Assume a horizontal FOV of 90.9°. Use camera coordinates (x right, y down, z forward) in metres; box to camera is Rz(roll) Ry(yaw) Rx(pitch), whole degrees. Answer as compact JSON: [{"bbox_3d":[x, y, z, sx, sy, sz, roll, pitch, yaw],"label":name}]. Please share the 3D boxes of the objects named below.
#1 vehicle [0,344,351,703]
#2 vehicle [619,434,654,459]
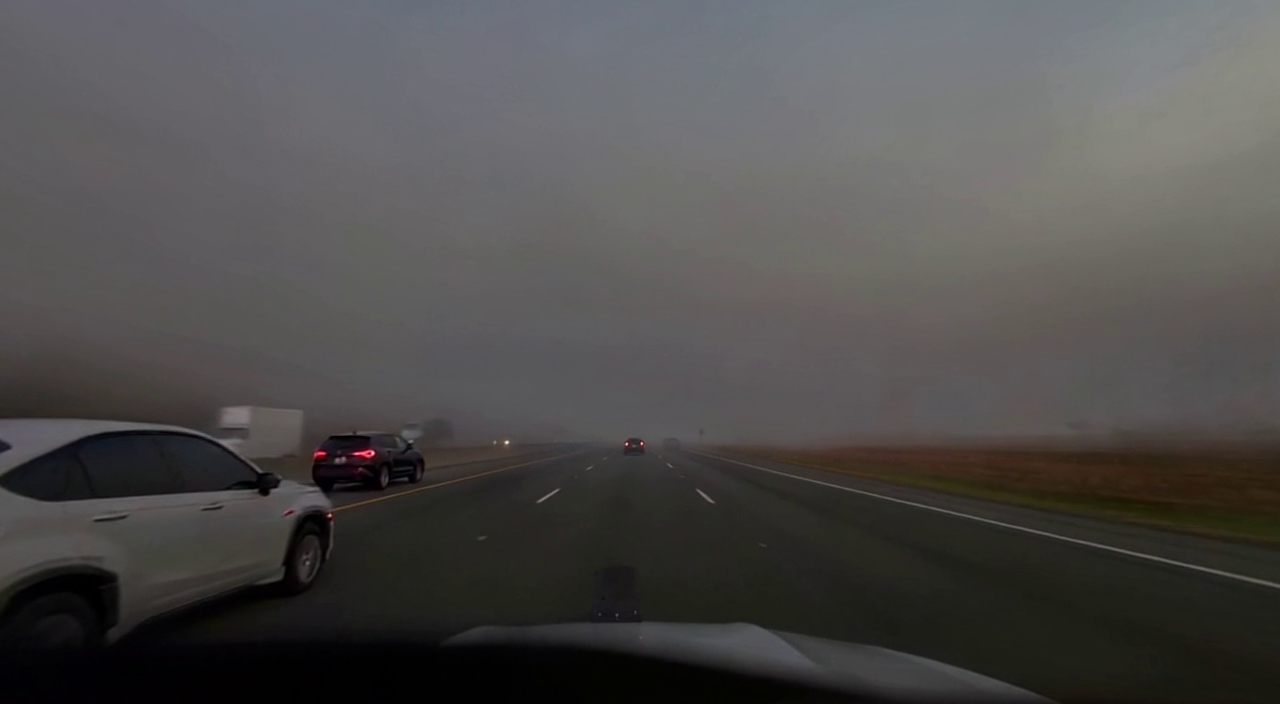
[{"bbox_3d":[-3.839,0.971,3.824,2.070,1.703,4.452,0,-8,0],"label":"vehicle"},{"bbox_3d":[-0.230,5.945,39.751,2.140,1.475,3.969,0,-8,0],"label":"vehicle"}]
